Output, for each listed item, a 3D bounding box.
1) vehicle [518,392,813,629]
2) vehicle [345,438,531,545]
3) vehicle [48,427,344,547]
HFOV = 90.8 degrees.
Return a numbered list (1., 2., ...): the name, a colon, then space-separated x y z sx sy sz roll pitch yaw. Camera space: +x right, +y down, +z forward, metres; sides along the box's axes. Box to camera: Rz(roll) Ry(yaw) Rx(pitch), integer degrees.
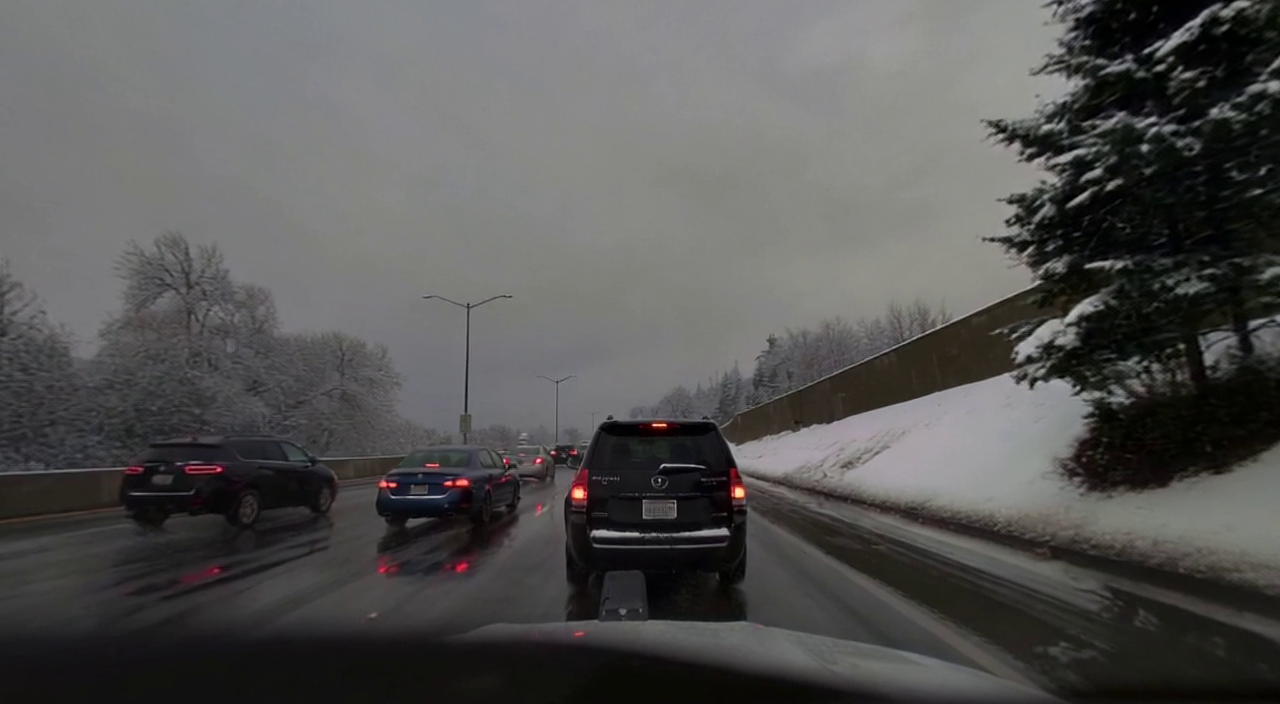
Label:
1. vehicle: 0.155 1.596 7.474 2.210 1.760 5.303 0 -9 -1
2. vehicle: -3.242 2.313 11.070 1.917 1.506 3.949 0 -9 1
3. vehicle: -7.487 2.297 11.422 1.986 1.700 4.558 0 -9 0
